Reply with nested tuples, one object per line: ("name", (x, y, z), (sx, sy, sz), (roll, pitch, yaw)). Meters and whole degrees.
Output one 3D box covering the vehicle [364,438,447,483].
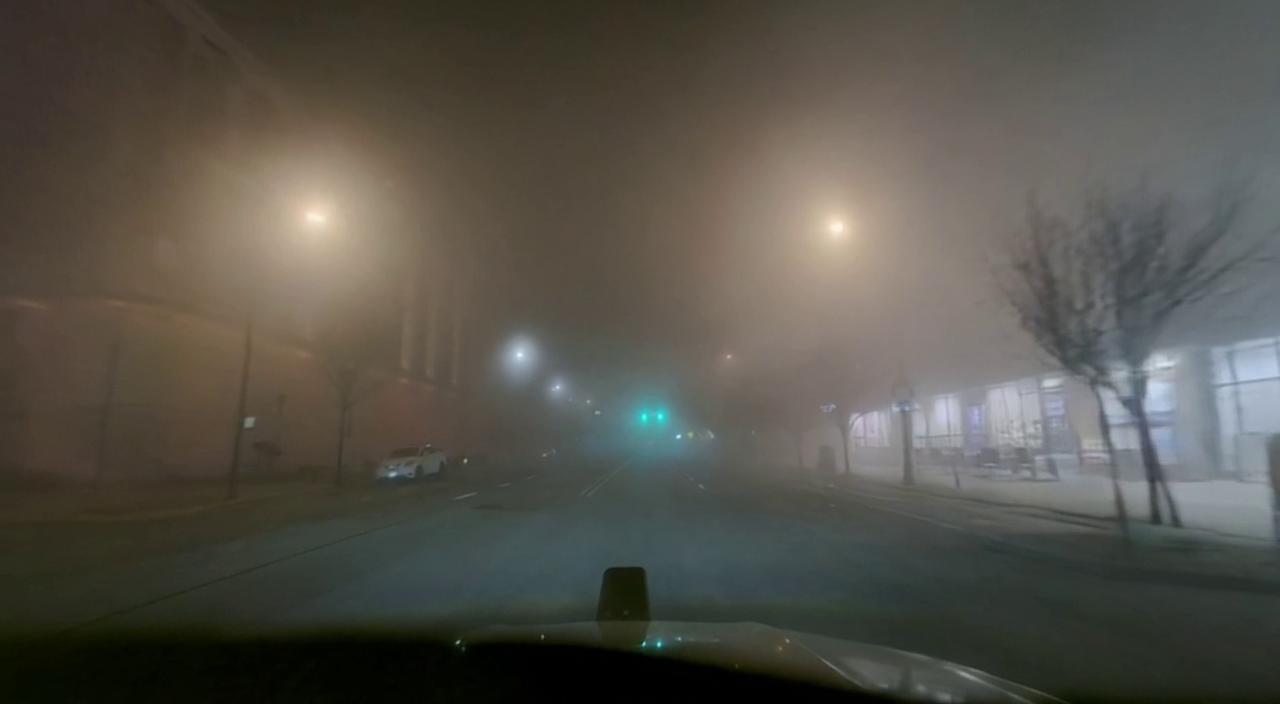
("vehicle", (-10.678, 4.933, 29.147), (2.060, 1.796, 4.675), (-2, -7, 0))
